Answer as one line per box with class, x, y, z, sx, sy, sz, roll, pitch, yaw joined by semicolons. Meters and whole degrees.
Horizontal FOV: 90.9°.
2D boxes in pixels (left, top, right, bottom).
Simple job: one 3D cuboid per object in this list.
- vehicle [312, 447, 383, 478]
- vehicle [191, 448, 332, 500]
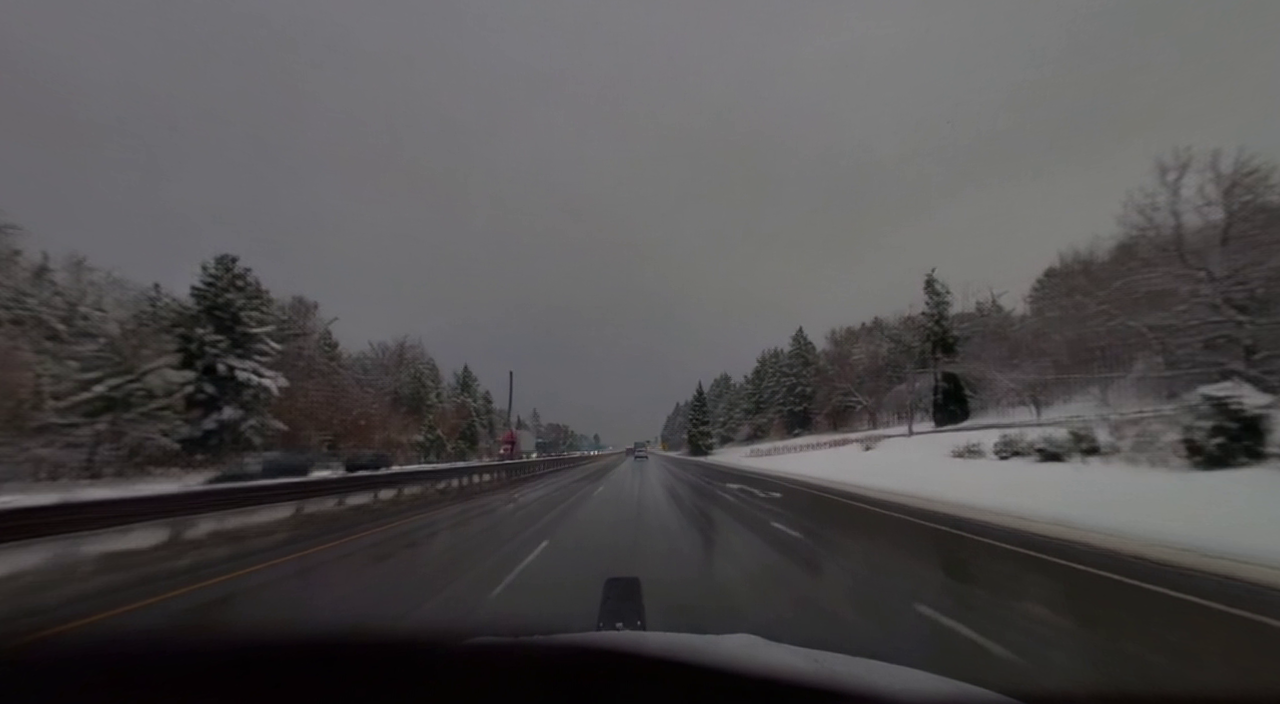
vehicle;-16.859;6.376;36.550;1.999;1.675;4.393;0;-9;0
vehicle;-12.085;3.889;20.524;1.879;1.478;4.279;0;-9;1
